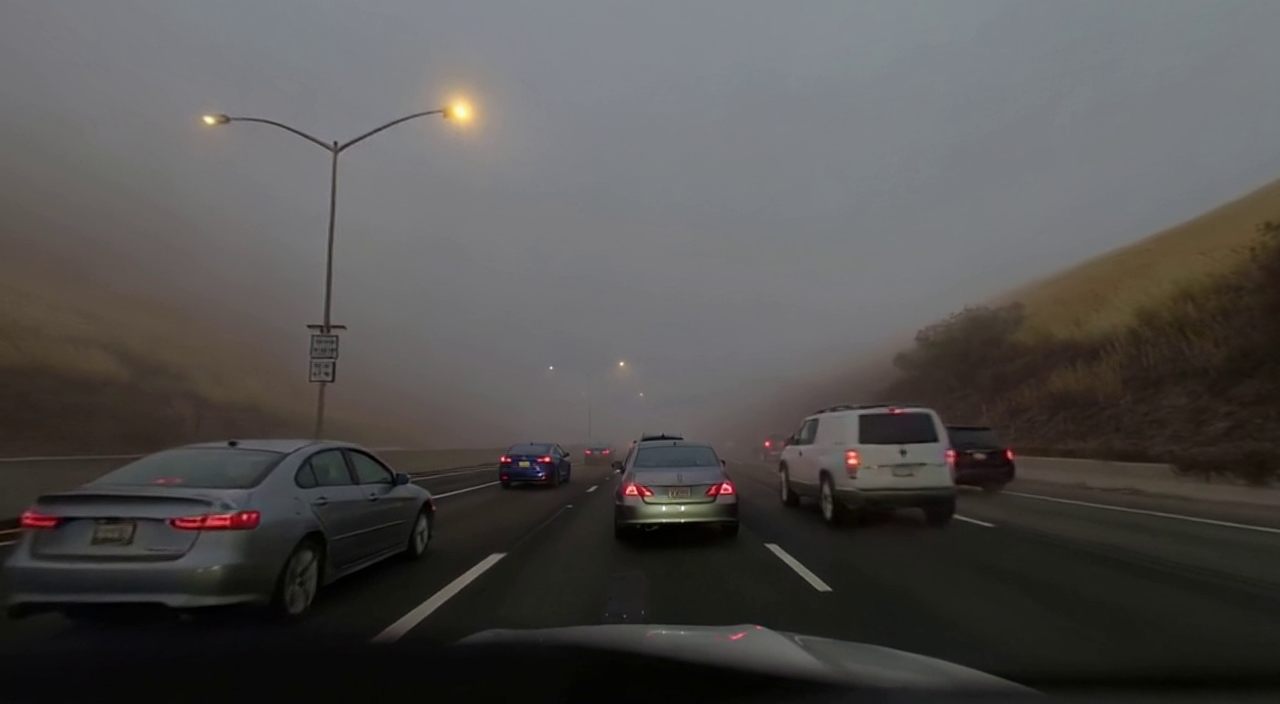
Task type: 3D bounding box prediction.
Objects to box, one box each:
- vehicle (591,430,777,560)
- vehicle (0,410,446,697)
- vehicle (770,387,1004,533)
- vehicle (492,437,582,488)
[{"bbox_3d":[0.523,1.895,9.073,2.072,1.431,3.904,0,-8,1],"label":"vehicle"},{"bbox_3d":[-3.454,1.396,5.597,2.033,1.513,4.333,0,-8,1],"label":"vehicle"},{"bbox_3d":[3.683,1.739,10.545,2.086,1.884,4.547,0,-8,1],"label":"vehicle"},{"bbox_3d":[-3.138,3.495,20.256,2.017,1.446,4.384,0,-8,2],"label":"vehicle"}]
